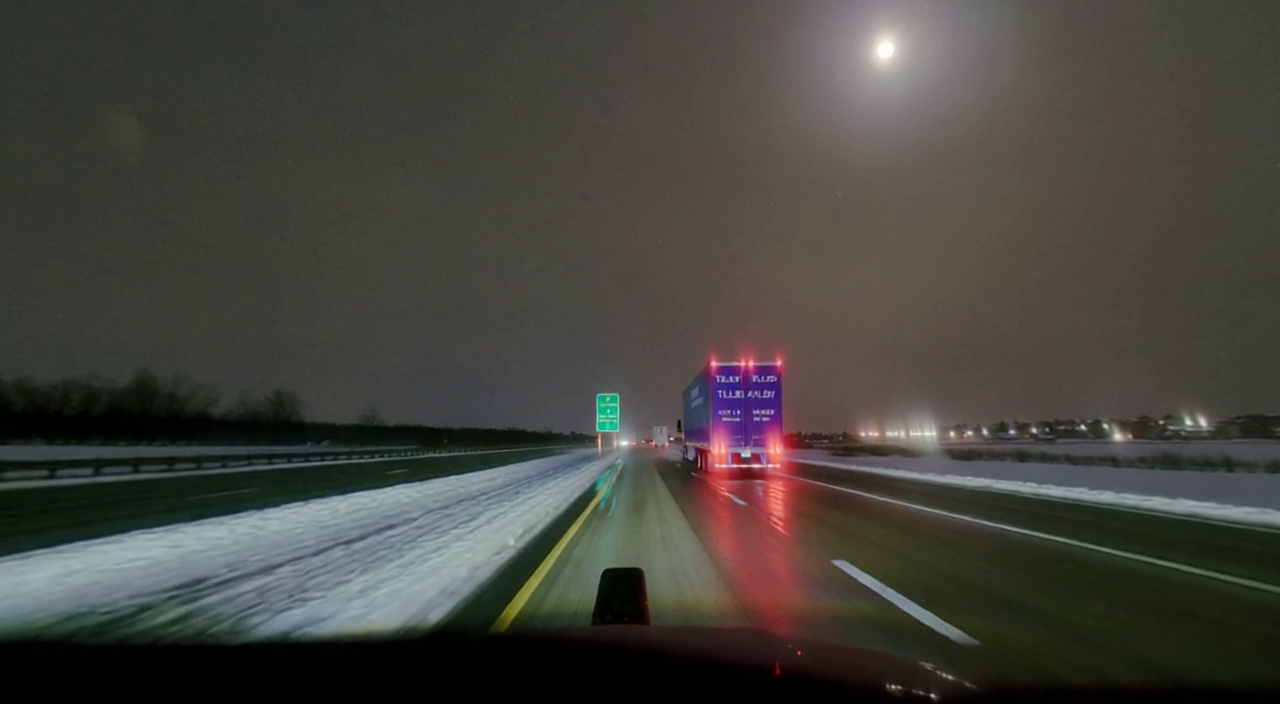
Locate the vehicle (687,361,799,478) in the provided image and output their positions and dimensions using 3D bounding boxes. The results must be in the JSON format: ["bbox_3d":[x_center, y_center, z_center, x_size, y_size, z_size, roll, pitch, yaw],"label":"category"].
[{"bbox_3d":[4.124,3.358,29.123,3.006,4.093,14.142,0,-8,1],"label":"vehicle"}]
